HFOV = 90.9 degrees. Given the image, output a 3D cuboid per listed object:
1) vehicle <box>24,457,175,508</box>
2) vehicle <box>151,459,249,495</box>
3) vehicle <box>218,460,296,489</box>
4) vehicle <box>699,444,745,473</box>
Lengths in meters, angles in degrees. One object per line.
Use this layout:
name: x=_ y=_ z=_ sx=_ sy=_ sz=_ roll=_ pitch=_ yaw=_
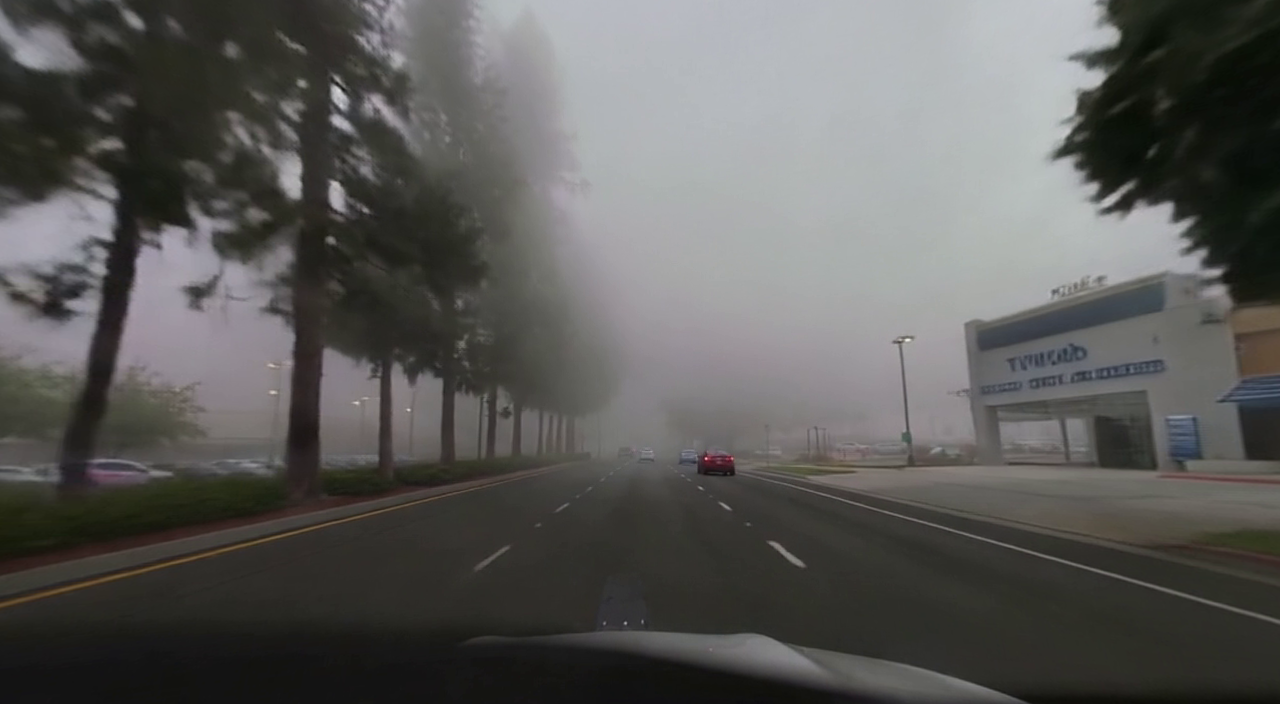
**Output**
vehicle: x=-22.414 y=5.381 z=26.499 sx=1.939 sy=1.780 sz=5.057 roll=-1 pitch=-9 yaw=-2
vehicle: x=-22.602 y=6.417 z=32.611 sx=1.674 sy=1.483 sz=4.741 roll=-4 pitch=-8 yaw=1
vehicle: x=-22.584 y=7.228 z=37.398 sx=1.841 sy=1.510 sz=4.389 roll=-1 pitch=-9 yaw=0
vehicle: x=4.501 y=5.898 z=35.146 sx=1.916 sy=1.459 sz=4.335 roll=0 pitch=-9 yaw=-1
